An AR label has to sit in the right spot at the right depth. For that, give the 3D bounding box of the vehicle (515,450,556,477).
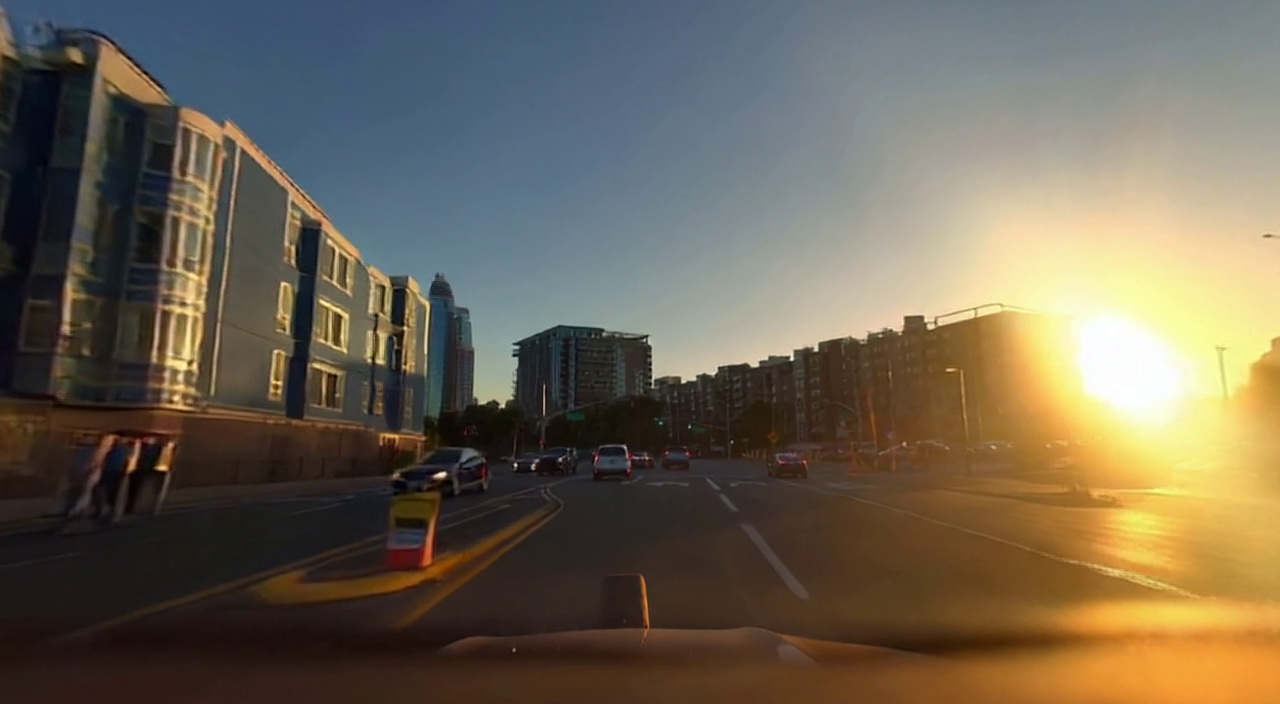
[{"bbox_3d":[-7.682,8.253,46.773,2.123,1.831,4.304,-1,-8,2],"label":"vehicle"}]

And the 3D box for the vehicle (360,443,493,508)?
[{"bbox_3d":[-5.553,3.232,17.081,1.973,1.502,4.275,-1,-8,2],"label":"vehicle"}]

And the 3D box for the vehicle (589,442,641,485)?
[{"bbox_3d":[-1.123,5.013,28.784,2.160,1.786,4.702,0,-8,-2],"label":"vehicle"}]

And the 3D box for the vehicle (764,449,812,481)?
[{"bbox_3d":[8.795,6.696,37.804,1.952,1.749,4.311,-1,-8,2],"label":"vehicle"}]

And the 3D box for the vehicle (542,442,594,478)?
[{"bbox_3d":[-4.779,7.299,42.933,2.515,2.248,5.821,-1,-8,3],"label":"vehicle"}]
